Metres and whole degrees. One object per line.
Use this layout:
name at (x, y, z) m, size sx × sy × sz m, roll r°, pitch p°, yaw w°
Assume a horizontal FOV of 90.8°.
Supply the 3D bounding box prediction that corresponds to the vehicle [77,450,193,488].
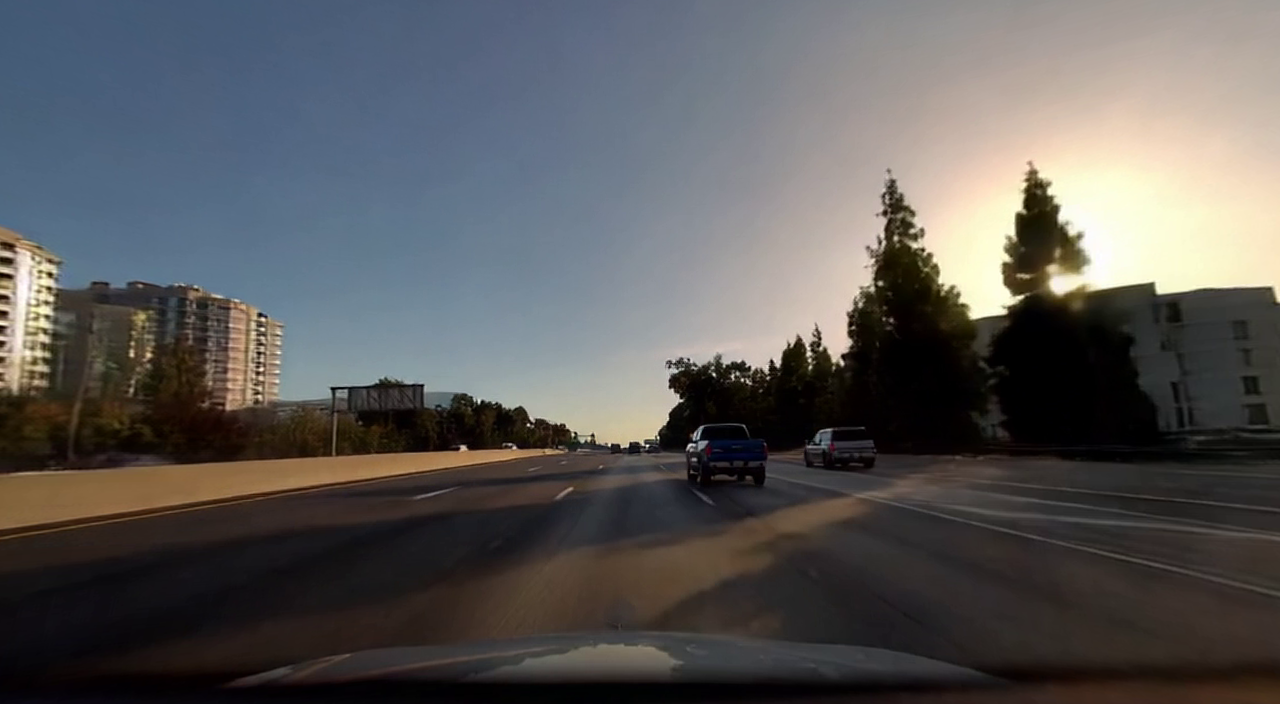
vehicle at (-23.270, 5.393, 29.357) m, size 1.882 × 1.579 × 4.247 m, roll 0°, pitch -8°, yaw -1°

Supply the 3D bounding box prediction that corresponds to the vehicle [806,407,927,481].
vehicle at (7.760, 3.266, 22.380) m, size 2.158 × 2.268 × 5.396 m, roll 0°, pitch -9°, yaw -1°

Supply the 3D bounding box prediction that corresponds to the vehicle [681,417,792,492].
vehicle at (2.761, 3.106, 19.437) m, size 2.462 × 1.984 × 4.718 m, roll 0°, pitch -9°, yaw -2°
